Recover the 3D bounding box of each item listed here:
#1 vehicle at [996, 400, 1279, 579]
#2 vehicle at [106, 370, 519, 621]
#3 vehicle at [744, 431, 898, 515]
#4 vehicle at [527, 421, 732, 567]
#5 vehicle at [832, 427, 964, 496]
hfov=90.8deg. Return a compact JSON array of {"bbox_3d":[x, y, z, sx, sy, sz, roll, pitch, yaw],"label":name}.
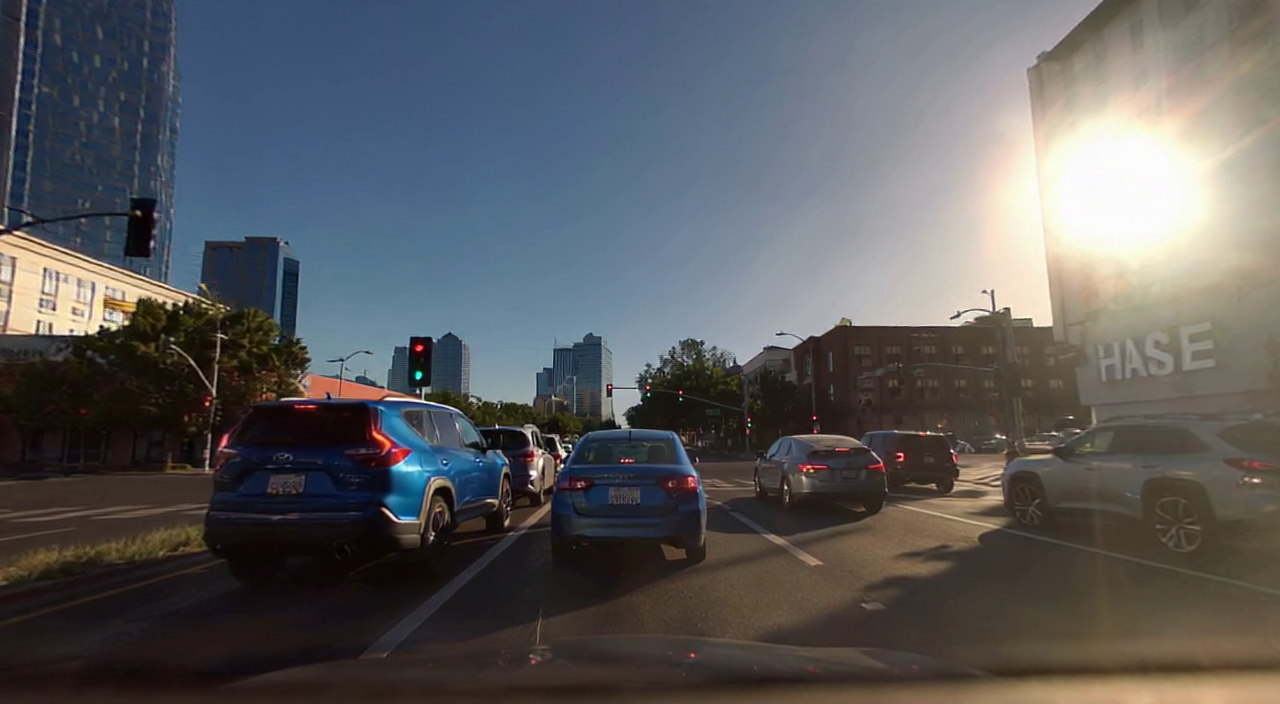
[{"bbox_3d":[7.242,1.677,8.505,2.068,1.731,4.752,0,-8,0],"label":"vehicle"},{"bbox_3d":[-2.849,1.392,7.062,2.064,1.825,4.760,0,-8,0],"label":"vehicle"},{"bbox_3d":[3.587,2.476,13.464,1.861,1.473,4.393,0,-8,-1],"label":"vehicle"},{"bbox_3d":[-0.145,1.760,8.560,2.097,1.480,4.006,0,-8,-1],"label":"vehicle"},{"bbox_3d":[7.048,3.034,17.776,1.894,1.693,4.110,0,-8,-1],"label":"vehicle"}]
